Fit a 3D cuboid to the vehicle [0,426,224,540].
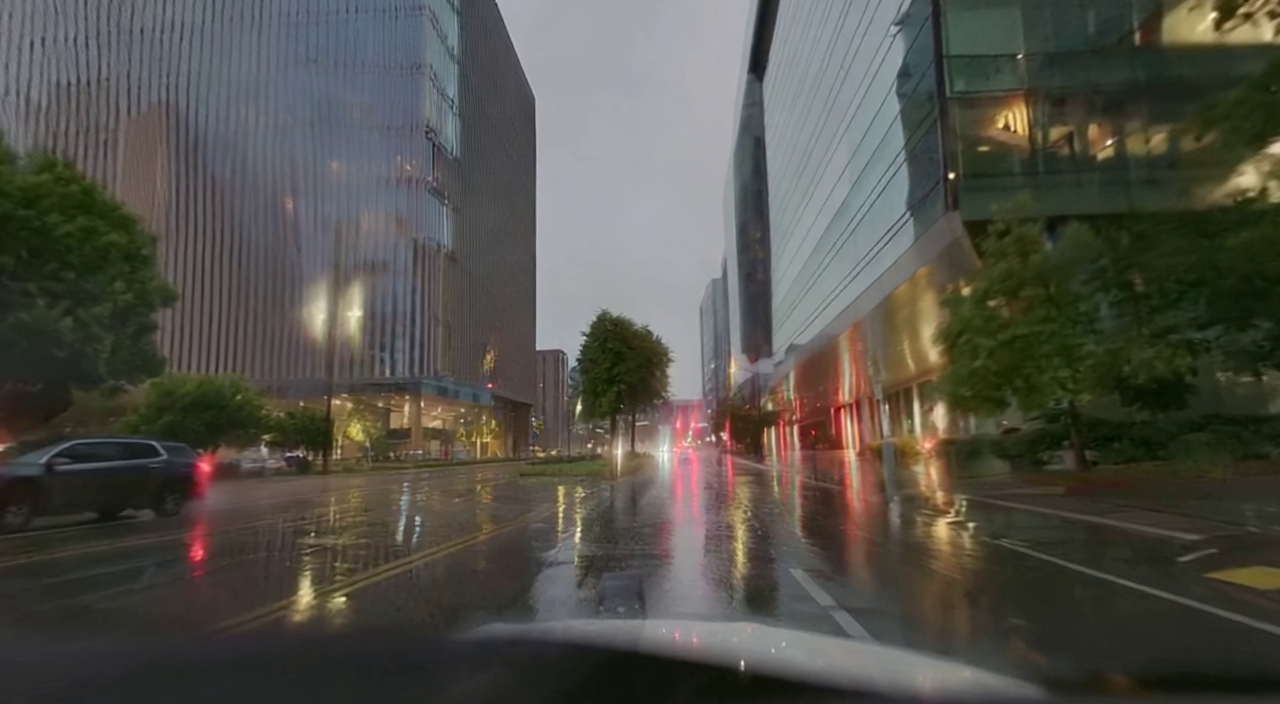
[{"bbox_3d":[-12.115,2.643,13.387,2.297,1.960,5.687,-1,-9,5],"label":"vehicle"}]
